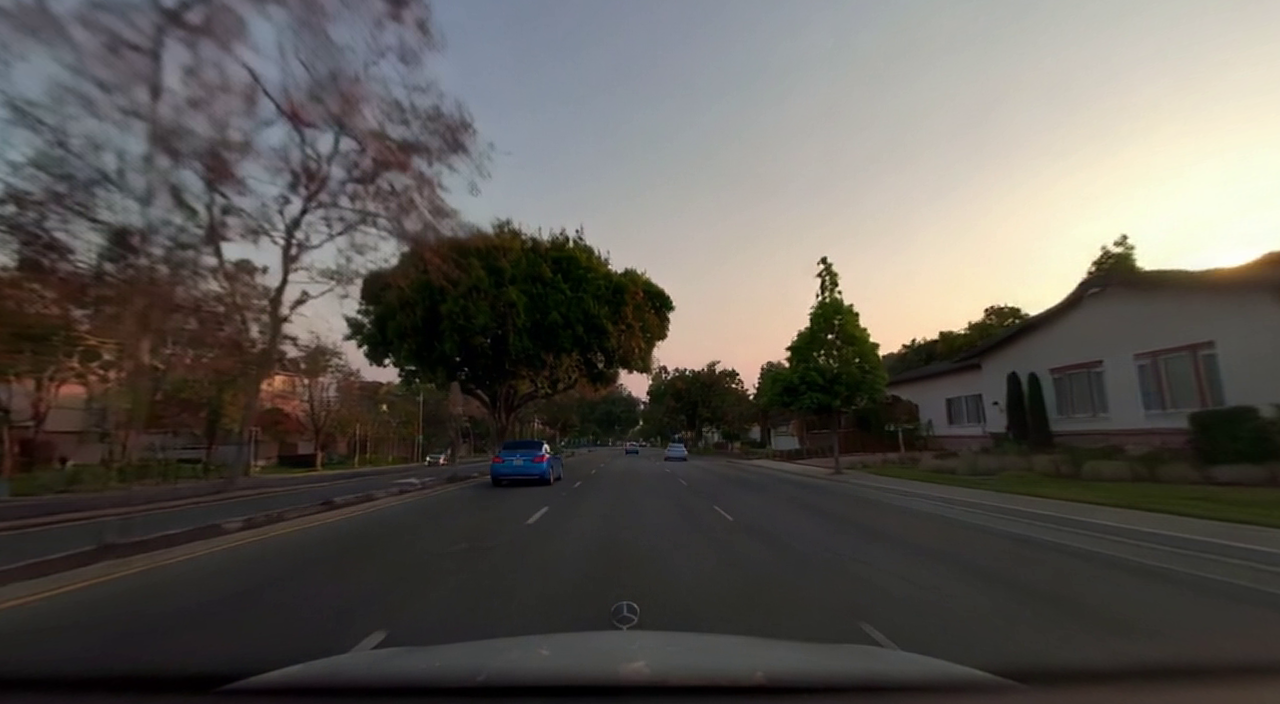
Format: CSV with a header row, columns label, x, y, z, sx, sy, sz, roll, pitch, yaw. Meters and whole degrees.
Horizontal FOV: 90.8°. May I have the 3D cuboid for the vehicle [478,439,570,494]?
label,x,y,z,sx,sy,sz,roll,pitch,yaw
vehicle,-3.401,3.422,19.384,2.005,1.477,4.169,0,-8,0
